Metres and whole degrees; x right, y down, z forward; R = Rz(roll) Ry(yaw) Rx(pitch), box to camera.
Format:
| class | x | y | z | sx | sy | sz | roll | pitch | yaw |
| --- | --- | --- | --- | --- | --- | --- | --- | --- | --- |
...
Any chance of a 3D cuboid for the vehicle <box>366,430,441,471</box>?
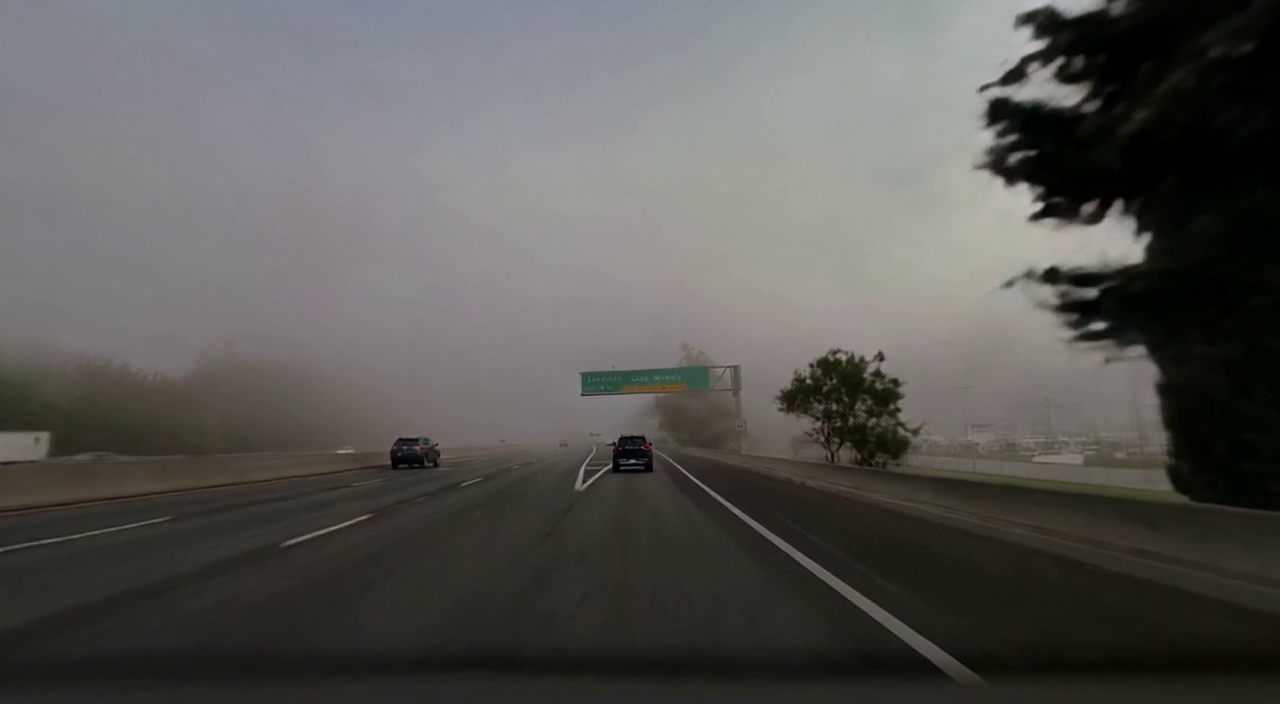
| class | x | y | z | sx | sy | sz | roll | pitch | yaw |
| --- | --- | --- | --- | --- | --- | --- | --- | --- | --- |
| vehicle | -12.342 | 5.186 | 33.392 | 2.289 | 1.955 | 5.147 | 0 | -8 | -4 |

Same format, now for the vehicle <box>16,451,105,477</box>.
| class | x | y | z | sx | sy | sz | roll | pitch | yaw |
| --- | --- | --- | --- | --- | --- | --- | --- | --- | --- |
| vehicle | -37.770 | 7.289 | 41.319 | 1.820 | 1.564 | 4.436 | 0 | -8 | -4 |

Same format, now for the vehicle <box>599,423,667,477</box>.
| class | x | y | z | sx | sy | sz | roll | pitch | yaw |
| --- | --- | --- | --- | --- | --- | --- | --- | --- | --- |
| vehicle | -0.300 | 3.990 | 25.890 | 2.497 | 1.957 | 5.432 | -1 | -8 | -1 |
